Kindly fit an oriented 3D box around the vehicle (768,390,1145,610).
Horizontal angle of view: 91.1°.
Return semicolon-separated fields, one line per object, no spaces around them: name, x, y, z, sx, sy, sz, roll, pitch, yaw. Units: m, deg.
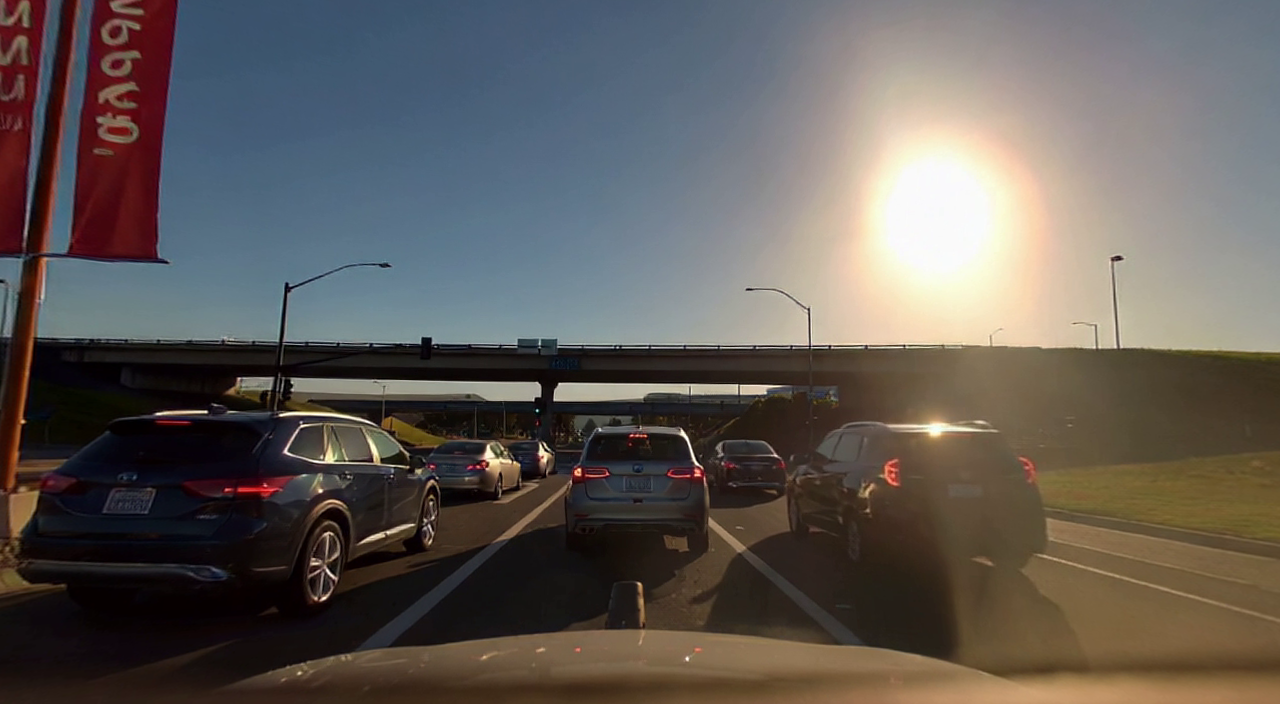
vehicle;3.120;1.573;7.627;2.016;1.804;4.681;0;-9;-2

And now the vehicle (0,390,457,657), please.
vehicle;-3.496;1.426;6.267;2.039;1.709;4.265;0;-9;0

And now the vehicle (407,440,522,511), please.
vehicle;-4.153;2.945;15.431;1.797;1.505;3.506;0;-9;0

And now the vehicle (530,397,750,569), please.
vehicle;-0.082;1.771;9.214;2.409;1.864;4.471;0;-9;-2
